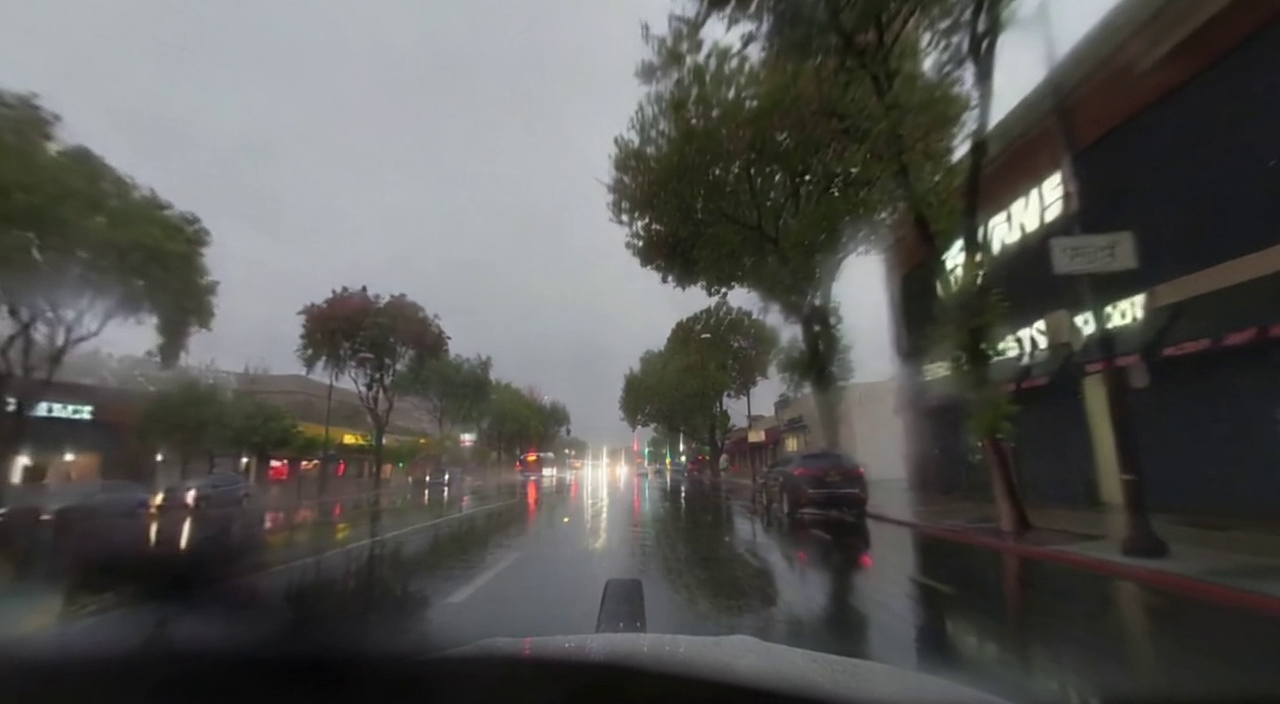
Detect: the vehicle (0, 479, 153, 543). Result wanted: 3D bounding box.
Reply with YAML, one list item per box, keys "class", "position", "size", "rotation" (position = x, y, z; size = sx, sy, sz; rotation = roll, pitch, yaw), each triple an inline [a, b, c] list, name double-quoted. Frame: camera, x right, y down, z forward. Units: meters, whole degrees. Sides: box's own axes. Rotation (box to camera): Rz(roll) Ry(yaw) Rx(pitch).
- class: "vehicle"
  position: [-17.331, 4.672, 18.965]
  size: [1.767, 1.487, 4.265]
  rotation: [0, -9, 3]

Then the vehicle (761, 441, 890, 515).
- class: "vehicle"
  position: [5.158, 3.590, 18.471]
  size: [2.241, 1.832, 5.234]
  rotation: [0, -9, 1]

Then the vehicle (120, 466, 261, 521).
- class: "vehicle"
  position: [-17.478, 5.473, 24.852]
  size: [1.920, 1.796, 4.710]
  rotation: [0, -9, 2]
